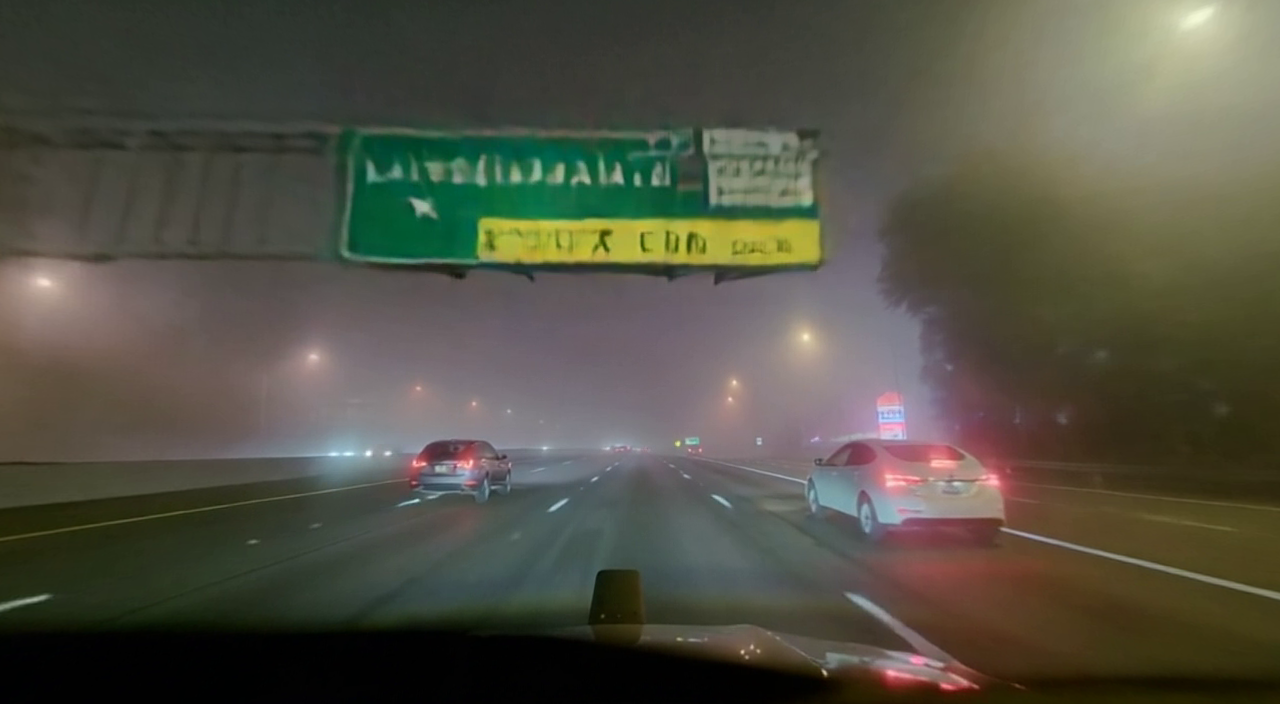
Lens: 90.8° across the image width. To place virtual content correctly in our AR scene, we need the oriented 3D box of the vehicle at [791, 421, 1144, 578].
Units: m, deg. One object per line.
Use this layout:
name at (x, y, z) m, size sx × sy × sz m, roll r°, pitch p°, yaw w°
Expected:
vehicle at (3.788, 1.799, 8.659) m, size 2.164 × 1.507 × 4.914 m, roll 0°, pitch -8°, yaw -1°

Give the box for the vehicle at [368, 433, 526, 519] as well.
vehicle at (-3.802, 2.503, 13.320) m, size 1.939 × 1.508 × 4.272 m, roll 0°, pitch -8°, yaw 1°
